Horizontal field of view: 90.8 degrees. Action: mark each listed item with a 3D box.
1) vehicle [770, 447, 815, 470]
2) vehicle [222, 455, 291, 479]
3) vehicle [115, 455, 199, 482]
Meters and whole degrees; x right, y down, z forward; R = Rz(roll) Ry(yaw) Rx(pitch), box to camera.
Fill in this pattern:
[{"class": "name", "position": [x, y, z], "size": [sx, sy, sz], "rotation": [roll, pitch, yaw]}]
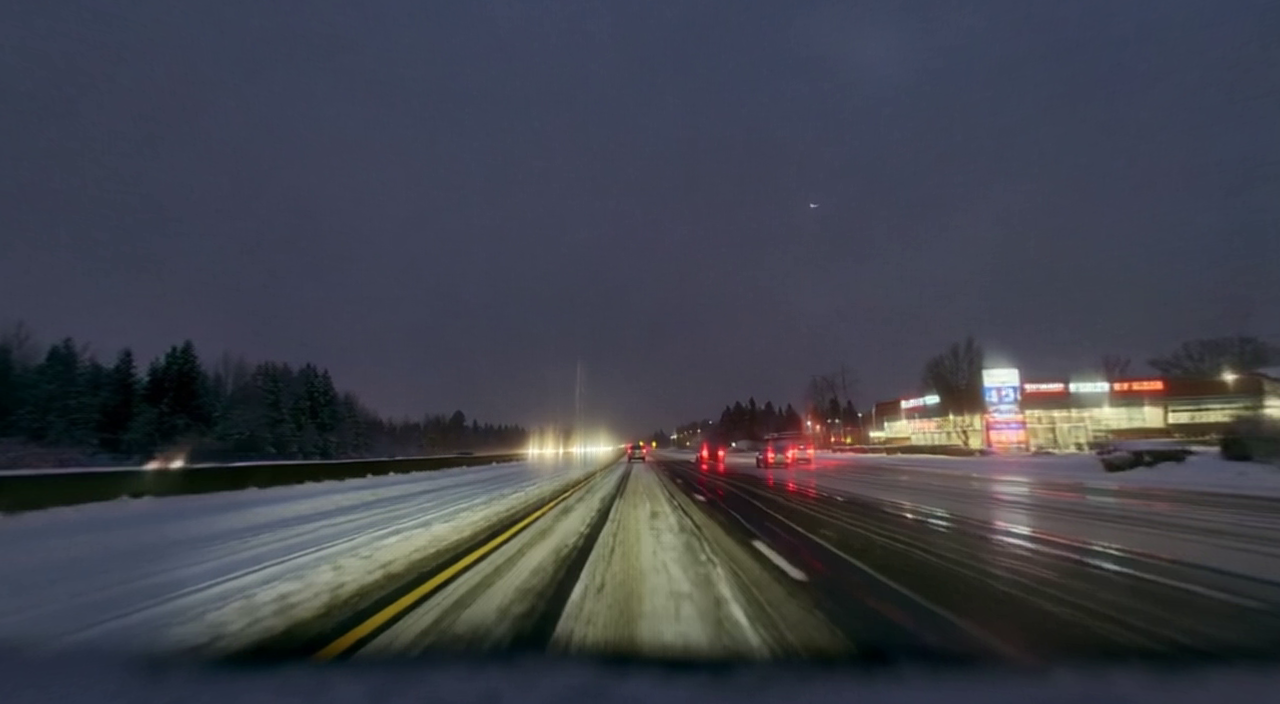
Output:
[{"class": "vehicle", "position": [10.436, 7.286, 43.532], "size": [1.953, 1.473, 4.512], "rotation": [0, -9, -1]}, {"class": "vehicle", "position": [-26.736, 7.983, 44.237], "size": [2.108, 1.518, 4.388], "rotation": [0, -9, 0]}, {"class": "vehicle", "position": [-31.086, 7.488, 40.856], "size": [1.897, 1.630, 4.428], "rotation": [0, -9, 0]}]
